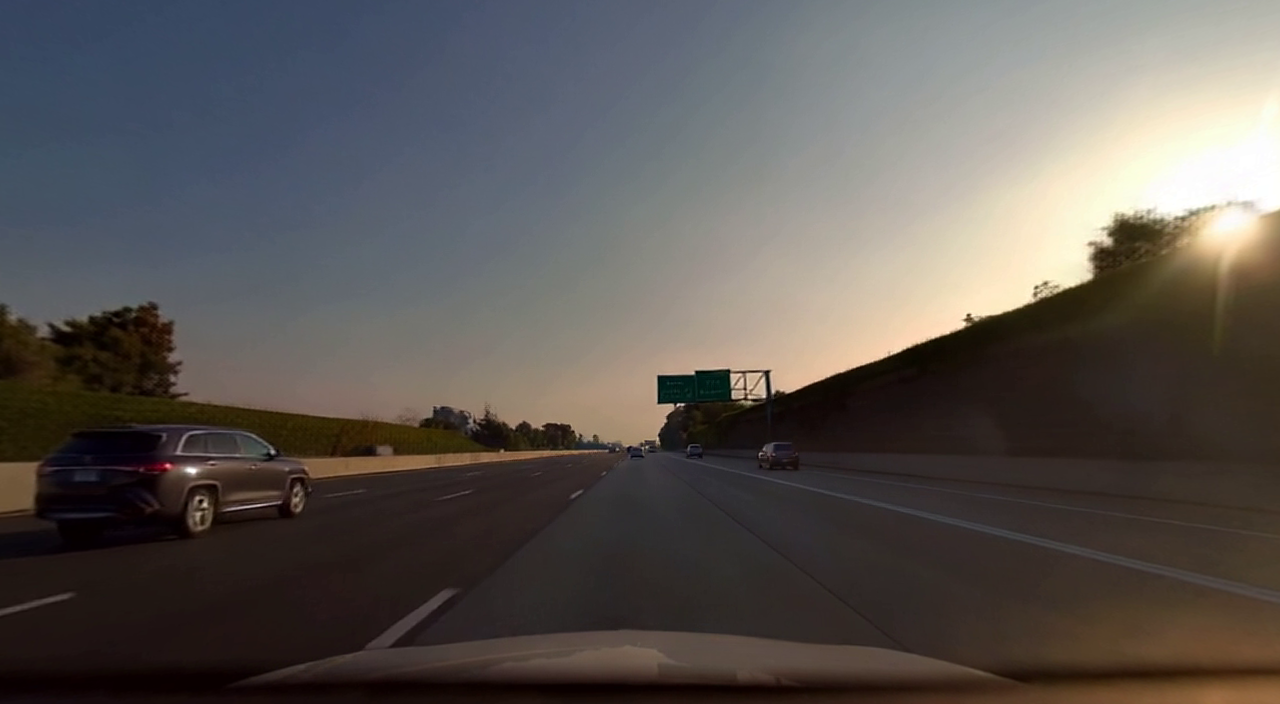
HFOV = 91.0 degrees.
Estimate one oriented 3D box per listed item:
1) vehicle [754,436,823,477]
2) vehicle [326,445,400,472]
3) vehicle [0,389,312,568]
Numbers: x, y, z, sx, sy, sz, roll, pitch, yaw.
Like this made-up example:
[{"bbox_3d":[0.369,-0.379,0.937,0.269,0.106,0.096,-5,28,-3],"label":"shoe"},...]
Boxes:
[{"bbox_3d":[7.000,4.995,30.253,2.167,1.781,4.340,0,-9,-1],"label":"vehicle"},{"bbox_3d":[-18.731,7.231,42.972,2.294,1.719,5.798,0,-9,1],"label":"vehicle"},{"bbox_3d":[-7.692,1.816,9.724,2.431,2.005,5.166,0,-9,0],"label":"vehicle"}]
